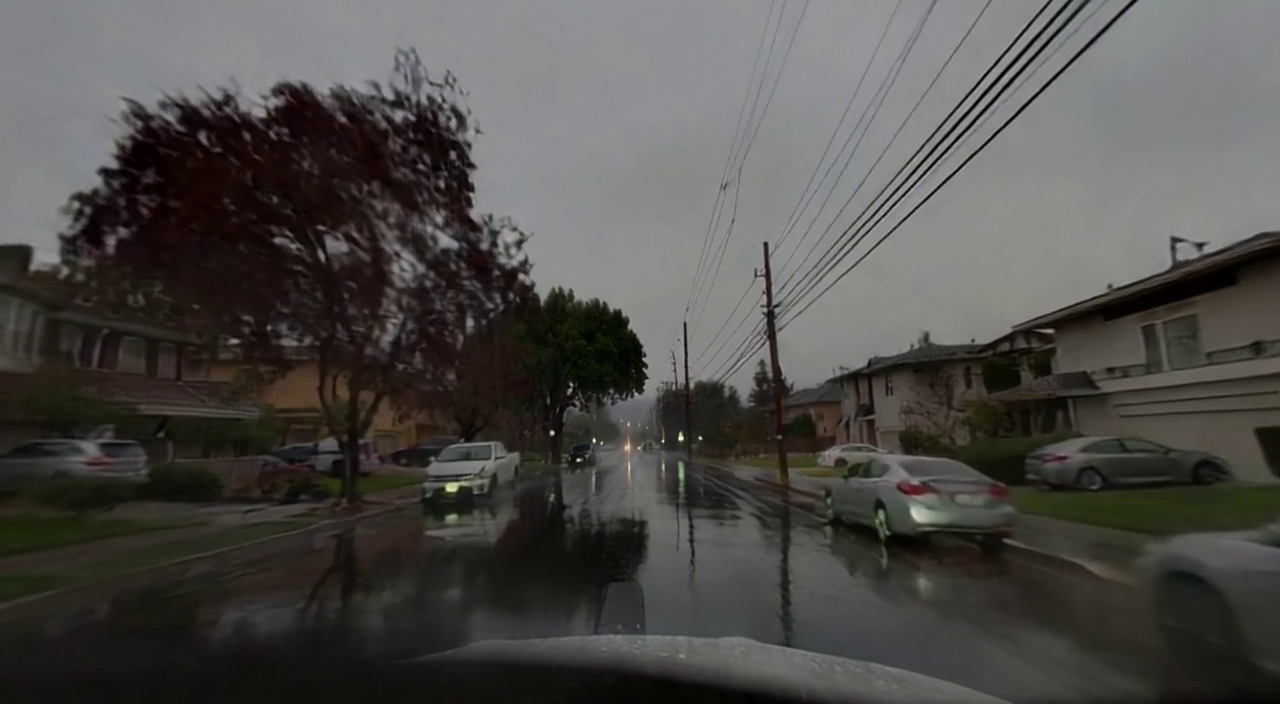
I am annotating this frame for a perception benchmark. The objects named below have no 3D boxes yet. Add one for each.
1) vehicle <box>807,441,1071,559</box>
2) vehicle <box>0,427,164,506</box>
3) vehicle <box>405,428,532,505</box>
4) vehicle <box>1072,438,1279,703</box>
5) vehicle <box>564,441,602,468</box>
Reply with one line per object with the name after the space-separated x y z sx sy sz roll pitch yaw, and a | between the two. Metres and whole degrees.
4.478 2.258 10.549 2.094 1.490 4.739 0 -8 0 | vehicle
-14.200 2.734 15.452 4.702 1.675 1.984 -4 -9 25 | vehicle
-4.590 3.103 17.873 2.164 1.810 5.044 1 -7 0 | vehicle
4.298 1.076 2.518 2.031 1.471 4.328 0 -8 -1 | vehicle
-4.032 7.376 45.591 2.207 1.669 4.363 -2 -7 1 | vehicle
